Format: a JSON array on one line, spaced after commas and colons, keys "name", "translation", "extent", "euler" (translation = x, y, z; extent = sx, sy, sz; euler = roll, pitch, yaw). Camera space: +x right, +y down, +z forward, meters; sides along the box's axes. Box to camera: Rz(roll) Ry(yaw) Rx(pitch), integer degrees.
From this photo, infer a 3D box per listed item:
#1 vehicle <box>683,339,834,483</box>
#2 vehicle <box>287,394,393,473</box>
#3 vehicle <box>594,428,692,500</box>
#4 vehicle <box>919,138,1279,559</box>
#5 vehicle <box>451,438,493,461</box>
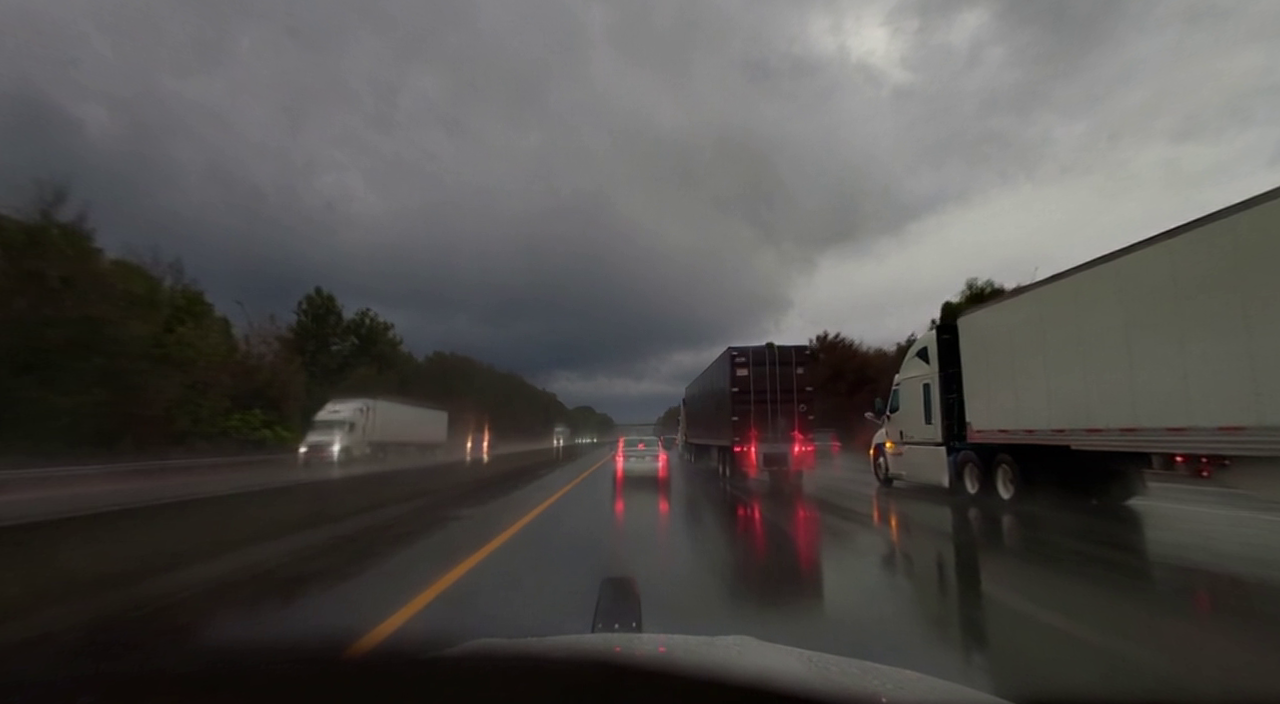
[{"name": "vehicle", "translation": [3.839, 2.573, 25.041], "extent": [2.888, 4.099, 14.183], "euler": [0, -7, -2]}, {"name": "vehicle", "translation": [-16.653, 4.587, 35.565], "extent": [2.903, 4.010, 6.212], "euler": [0, -8, -1]}, {"name": "vehicle", "translation": [0.010, 2.604, 15.151], "extent": [2.038, 1.477, 3.773], "euler": [0, -7, -2]}, {"name": "vehicle", "translation": [8.153, 0.059, 7.284], "extent": [3.110, 4.308, 14.260], "euler": [0, -7, -1]}, {"name": "vehicle", "translation": [-12.010, 6.991, 45.368], "extent": [1.940, 1.540, 3.989], "euler": [0, -7, 0]}]
